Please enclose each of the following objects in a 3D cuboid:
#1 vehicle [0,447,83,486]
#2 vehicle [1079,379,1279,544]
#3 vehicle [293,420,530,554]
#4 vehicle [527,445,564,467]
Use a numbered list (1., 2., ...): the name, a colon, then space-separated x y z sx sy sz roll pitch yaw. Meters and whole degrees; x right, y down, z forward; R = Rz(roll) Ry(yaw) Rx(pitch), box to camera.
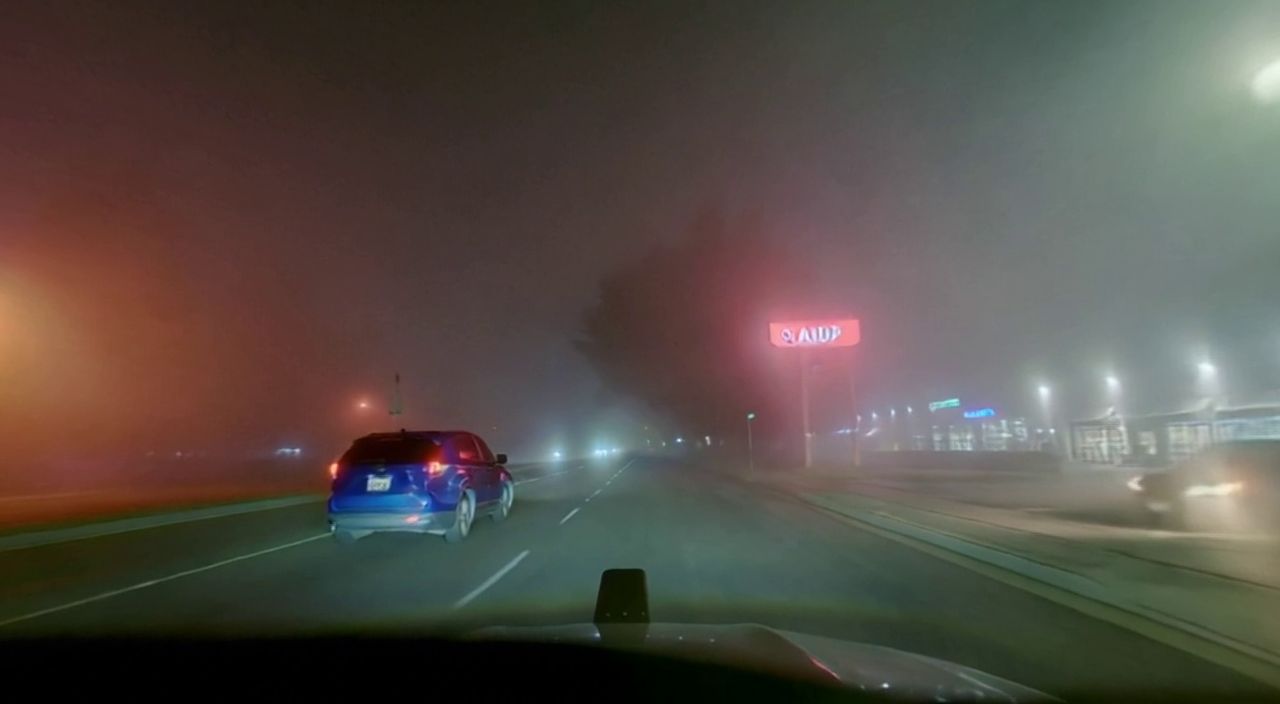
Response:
1. vehicle: -35.553 6.490 35.880 5.532 2.142 2.189 0 -8 2
2. vehicle: 8.981 1.597 9.604 4.985 1.918 2.248 6 -11 -38
3. vehicle: -3.227 1.993 10.009 2.127 1.654 4.121 0 -8 1
4. vehicle: -6.886 7.647 46.487 1.990 1.483 4.410 0 -8 1
